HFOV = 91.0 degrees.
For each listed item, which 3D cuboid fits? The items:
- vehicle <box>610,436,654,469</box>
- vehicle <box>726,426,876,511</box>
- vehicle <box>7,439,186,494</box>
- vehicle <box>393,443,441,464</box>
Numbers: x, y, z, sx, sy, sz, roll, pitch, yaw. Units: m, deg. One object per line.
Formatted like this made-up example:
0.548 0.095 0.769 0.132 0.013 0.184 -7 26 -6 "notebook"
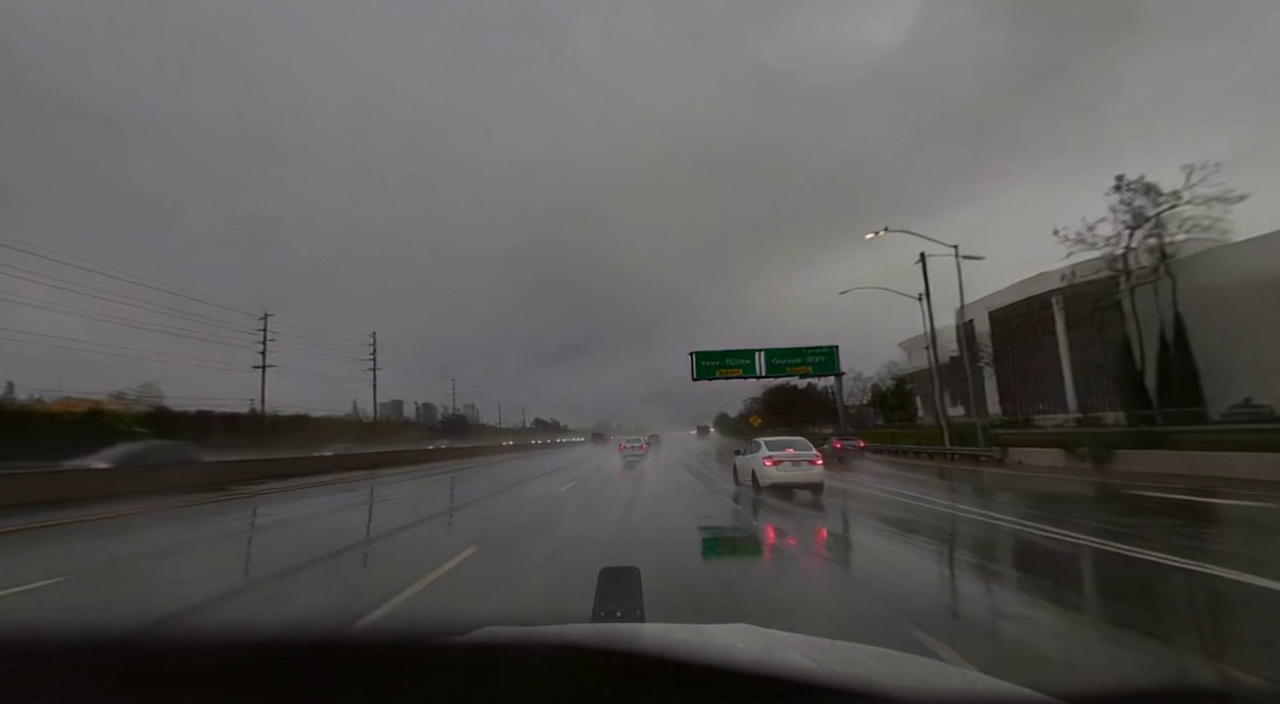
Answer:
-0.405 4.879 30.660 2.019 1.472 3.971 0 -8 -1 "vehicle"
3.272 2.472 13.867 1.995 1.533 4.463 0 -8 -2 "vehicle"
-16.657 3.498 19.647 1.794 1.492 4.245 0 -8 -1 "vehicle"
-16.949 7.705 48.044 1.912 1.492 4.608 0 -8 0 "vehicle"
